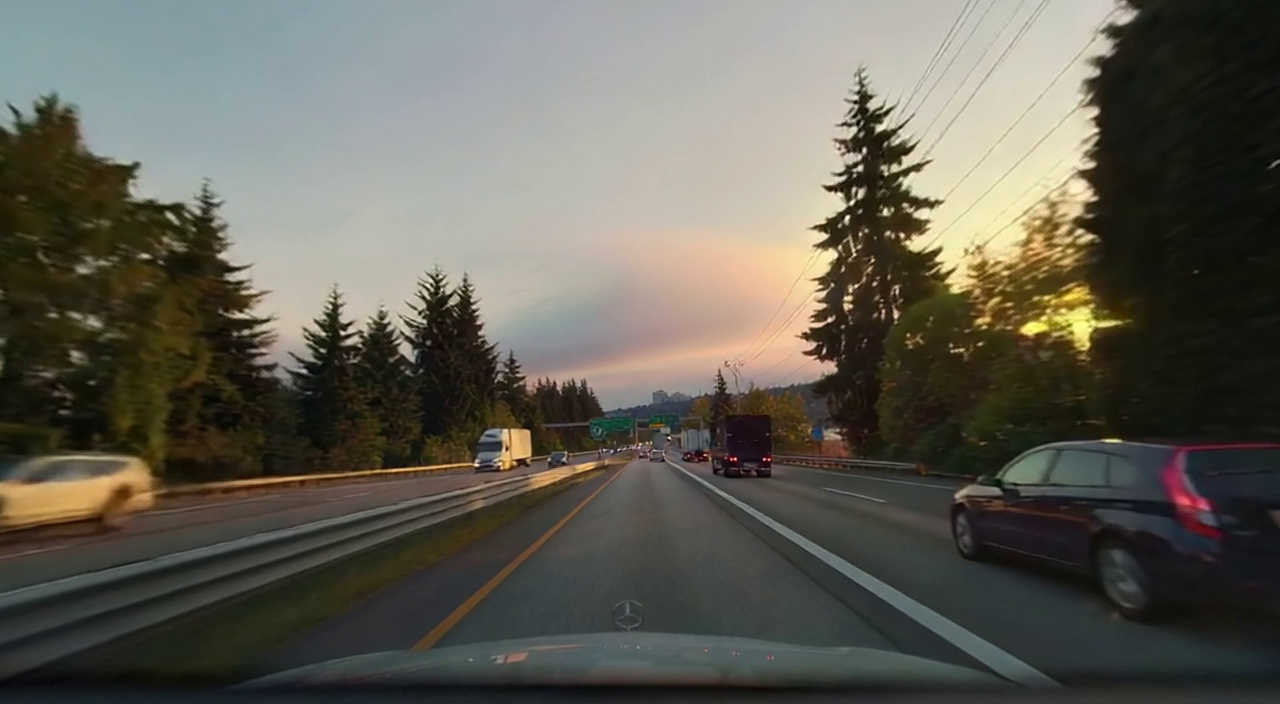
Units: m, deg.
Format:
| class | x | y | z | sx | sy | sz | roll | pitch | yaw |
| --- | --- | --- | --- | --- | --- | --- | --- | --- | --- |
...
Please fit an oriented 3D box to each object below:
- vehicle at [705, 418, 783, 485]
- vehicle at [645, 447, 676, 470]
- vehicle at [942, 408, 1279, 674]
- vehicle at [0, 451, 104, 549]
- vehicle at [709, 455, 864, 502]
| class | x | y | z | sx | sy | sz | roll | pitch | yaw |
| --- | --- | --- | --- | --- | --- | --- | --- | --- | --- |
| vehicle | 4.717 | 4.662 | 29.736 | 2.569 | 2.783 | 5.984 | 0 | -9 | -1 |
| vehicle | 1.398 | 7.412 | 44.004 | 2.049 | 1.500 | 3.790 | 0 | -9 | 1 |
| vehicle | 4.497 | 1.366 | 5.512 | 1.873 | 1.519 | 3.607 | 0 | -9 | 0 |
| vehicle | -12.644 | 2.769 | 11.493 | 1.899 | 1.750 | 4.339 | -4 | -9 | 0 |
| vehicle | 4.642 | 4.458 | 23.439 | 2.472 | 1.036 | 13.239 | -1 | -9 | -1 |
